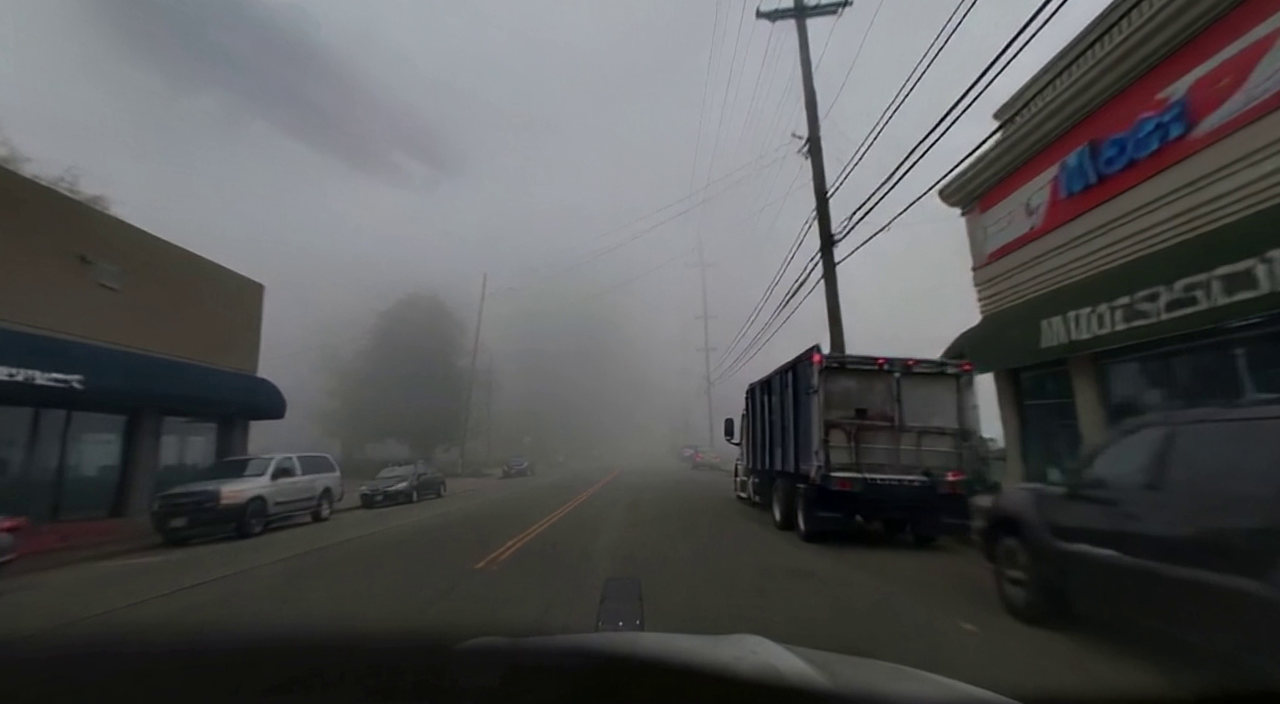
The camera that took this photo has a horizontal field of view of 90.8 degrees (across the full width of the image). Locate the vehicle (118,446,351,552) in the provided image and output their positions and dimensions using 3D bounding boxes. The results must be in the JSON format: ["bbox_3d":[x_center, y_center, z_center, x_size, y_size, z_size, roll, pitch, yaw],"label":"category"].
[{"bbox_3d":[-7.699,2.754,12.612,1.882,1.639,4.187,-3,-8,0],"label":"vehicle"}]

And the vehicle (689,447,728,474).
[{"bbox_3d":[4.262,6.792,39.798,1.990,1.521,4.693,-1,-8,1],"label":"vehicle"}]

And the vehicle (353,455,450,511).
[{"bbox_3d":[-7.623,4.182,20.564,1.678,1.468,3.706,-4,-9,1],"label":"vehicle"}]

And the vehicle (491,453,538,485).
[{"bbox_3d":[-7.241,6.761,36.798,1.787,1.543,4.052,-4,-8,1],"label":"vehicle"}]

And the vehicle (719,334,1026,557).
[{"bbox_3d":[3.998,1.879,13.748,3.011,3.127,8.608,-4,-7,-2],"label":"vehicle"}]

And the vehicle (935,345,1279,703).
[{"bbox_3d":[3.766,0.949,3.270,2.097,1.784,4.915,-1,-8,0],"label":"vehicle"}]
